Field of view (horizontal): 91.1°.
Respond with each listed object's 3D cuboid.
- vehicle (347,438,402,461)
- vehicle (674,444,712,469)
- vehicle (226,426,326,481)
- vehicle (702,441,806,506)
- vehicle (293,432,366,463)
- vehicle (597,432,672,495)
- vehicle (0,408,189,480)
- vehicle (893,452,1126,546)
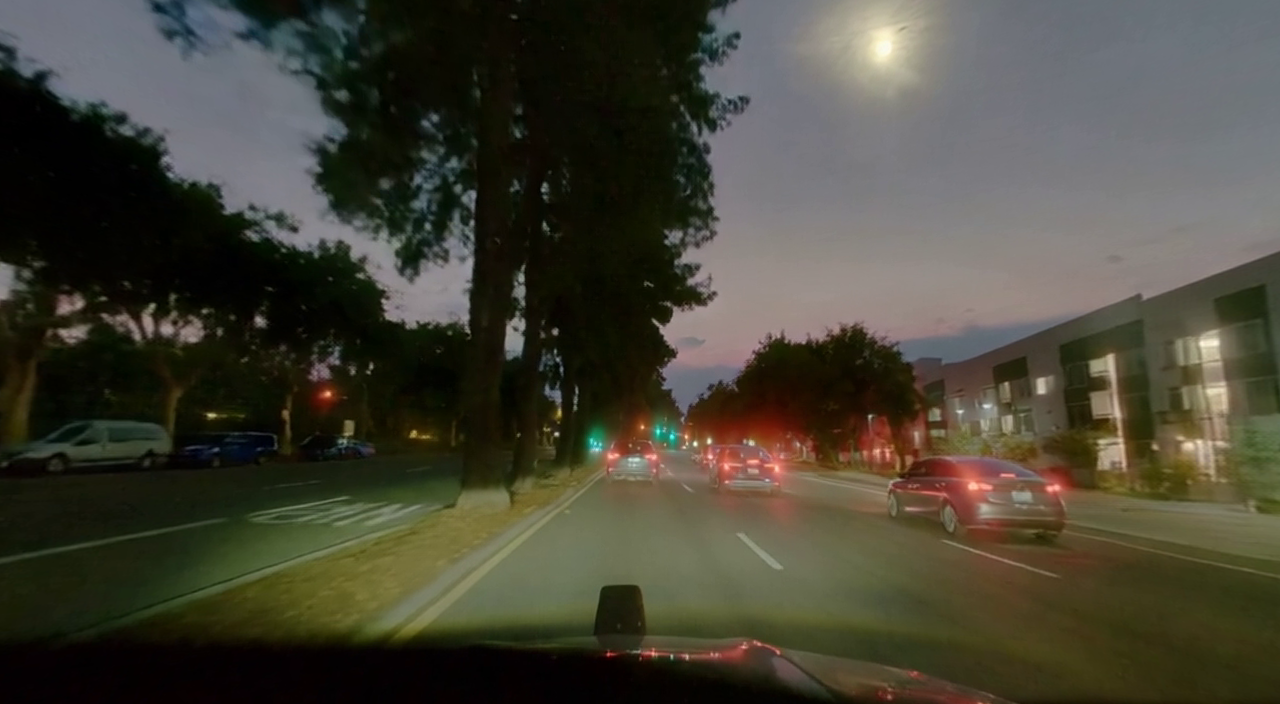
[{"bbox_3d":[-18.854,6.949,44.845,1.851,1.477,4.891,0,-8,0],"label":"vehicle"},{"bbox_3d":[3.369,6.735,40.692,2.012,1.462,4.163,0,-8,-1],"label":"vehicle"},{"bbox_3d":[-12.332,3.460,21.603,2.161,1.642,4.587,3,-9,-20],"label":"vehicle"},{"bbox_3d":[2.899,3.166,16.902,1.932,1.510,4.168,0,-8,-1],"label":"vehicle"},{"bbox_3d":[-19.013,5.891,38.723,1.903,1.768,4.985,0,-8,0],"label":"vehicle"},{"bbox_3d":[-0.150,3.351,19.188,2.008,1.674,4.239,0,-8,0],"label":"vehicle"},{"bbox_3d":[-18.906,3.114,21.238,2.226,2.019,6.809,0,-8,0],"label":"vehicle"},{"bbox_3d":[6.898,2.747,12.420,1.944,1.458,4.268,0,-8,-1],"label":"vehicle"}]
